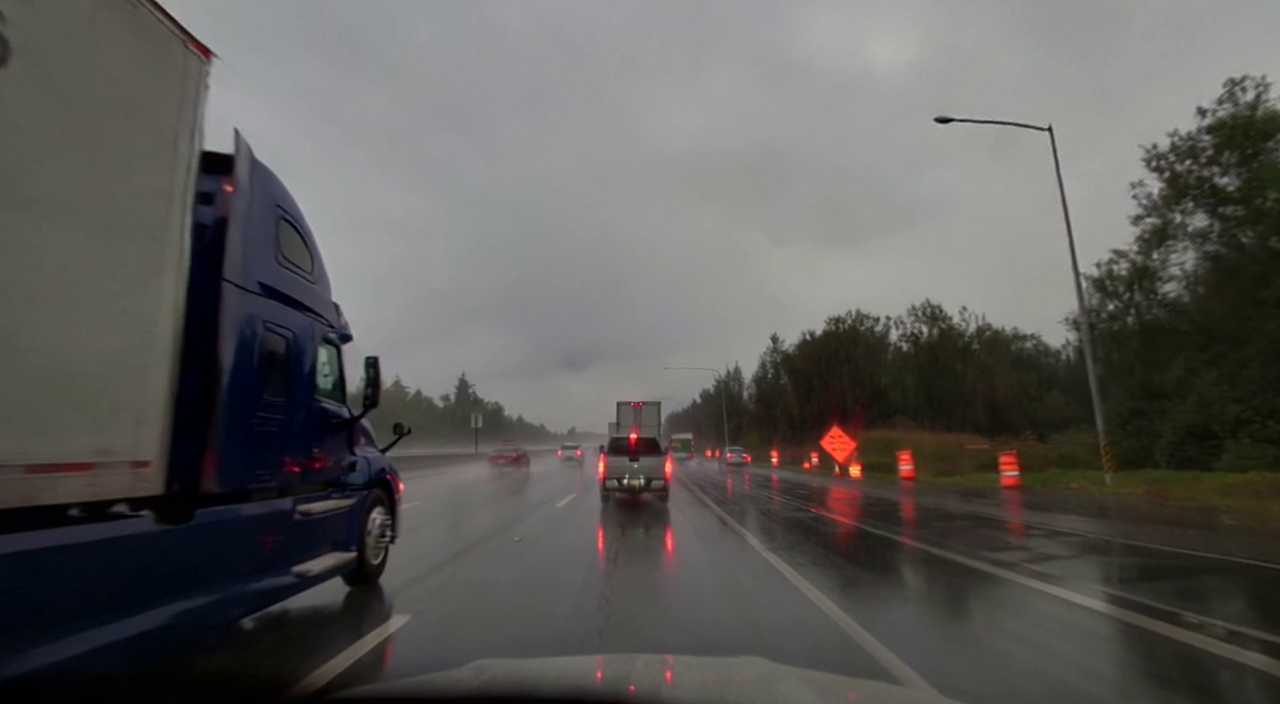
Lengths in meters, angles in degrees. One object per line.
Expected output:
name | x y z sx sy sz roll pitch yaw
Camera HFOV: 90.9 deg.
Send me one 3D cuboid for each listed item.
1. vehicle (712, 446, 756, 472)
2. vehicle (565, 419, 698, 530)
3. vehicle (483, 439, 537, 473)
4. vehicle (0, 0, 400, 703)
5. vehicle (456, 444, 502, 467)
vehicle | 5.688 6.533 38.667 1.918 1.479 4.571 0 -9 -1
vehicle | -0.141 2.284 12.254 2.152 1.779 3.924 0 -9 0
vehicle | -7.103 5.735 34.894 1.950 1.716 4.436 0 -9 1
vehicle | -3.843 -0.109 1.556 2.990 3.885 8.243 0 -9 2
vehicle | -11.078 7.155 43.675 1.985 1.496 4.583 0 -9 0
